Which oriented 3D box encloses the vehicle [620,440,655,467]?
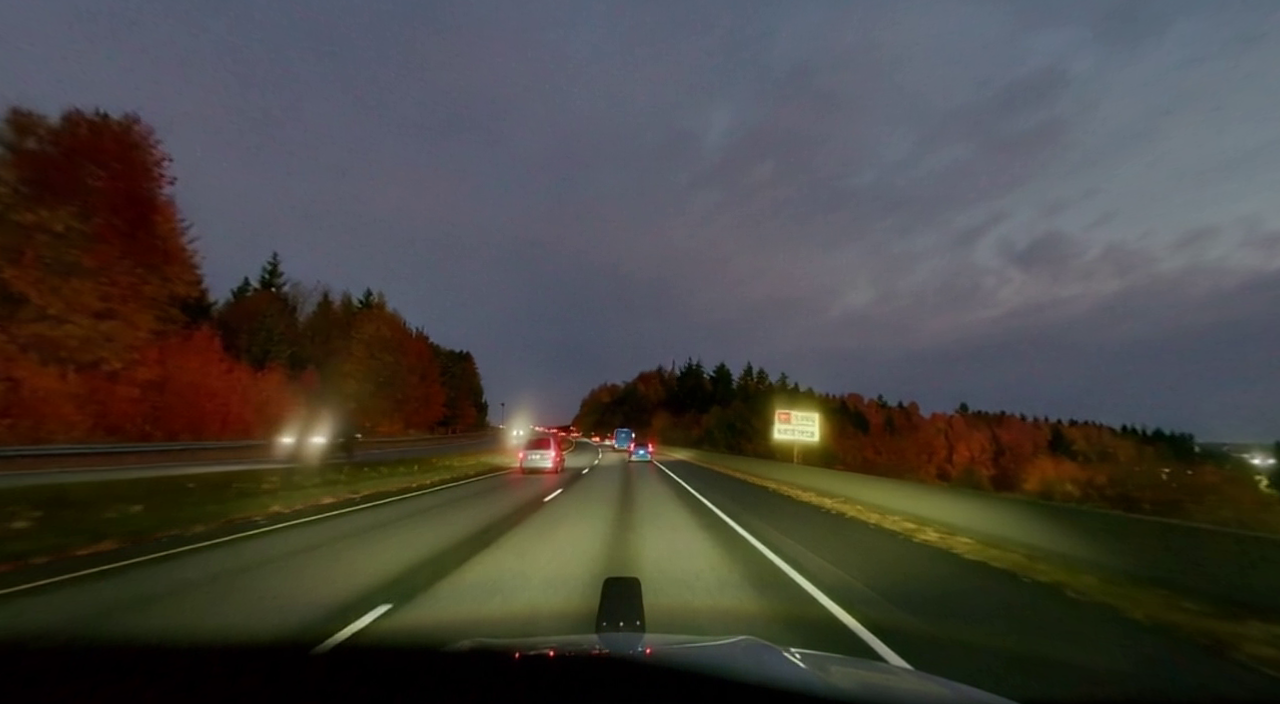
[{"bbox_3d":[-0.205,6.029,37.652,1.939,1.497,3.863,0,-8,-2],"label":"vehicle"}]

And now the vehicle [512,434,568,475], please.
[{"bbox_3d":[-4.493,4.656,28.815,1.924,1.720,4.195,0,-8,-1],"label":"vehicle"}]
